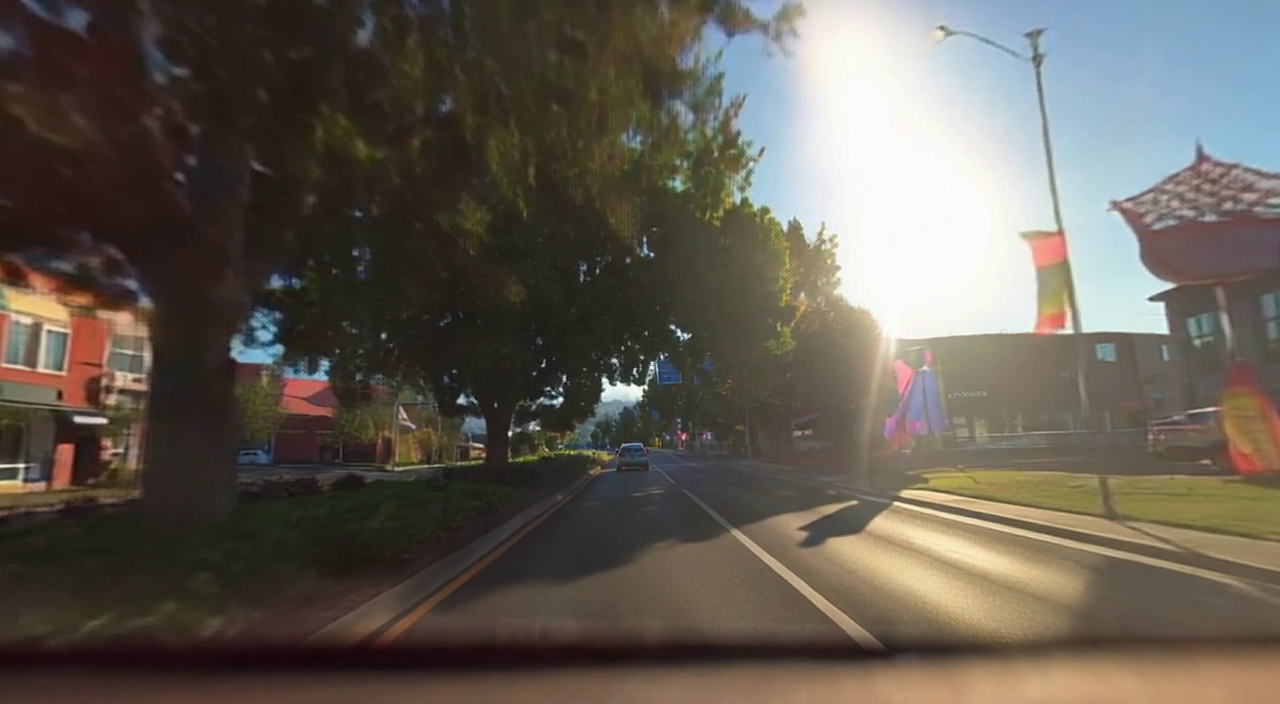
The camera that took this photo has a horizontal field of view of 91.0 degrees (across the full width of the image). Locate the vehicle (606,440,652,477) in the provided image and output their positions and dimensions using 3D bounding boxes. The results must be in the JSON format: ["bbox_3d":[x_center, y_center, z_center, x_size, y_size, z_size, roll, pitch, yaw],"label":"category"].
[{"bbox_3d":[-0.518,5.592,33.117,2.235,1.719,4.292,2,-9,1],"label":"vehicle"}]
